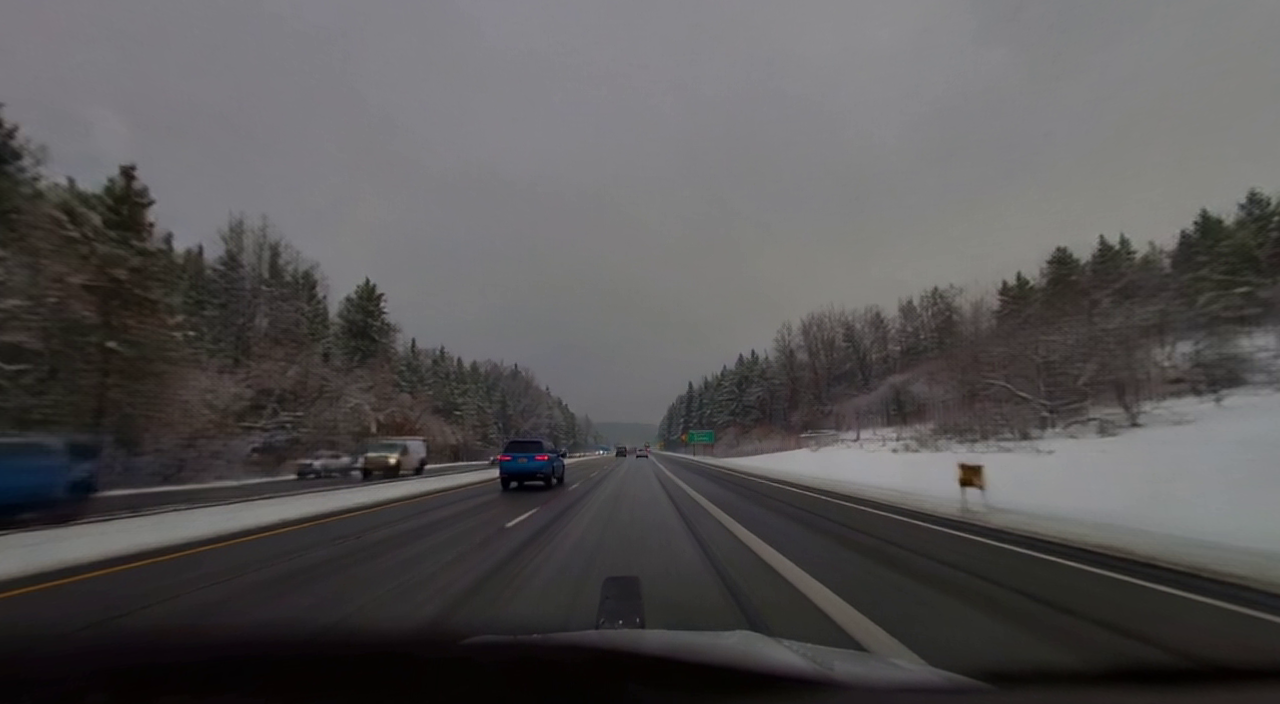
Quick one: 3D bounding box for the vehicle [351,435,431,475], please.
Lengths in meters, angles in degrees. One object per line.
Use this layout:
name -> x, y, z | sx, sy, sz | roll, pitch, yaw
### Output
vehicle -> -13.230, 5.523, 33.966 | 2.113, 1.950, 5.131 | 0, -8, 1

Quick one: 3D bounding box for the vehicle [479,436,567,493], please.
vehicle -> -3.843, 3.783, 21.645 | 2.110, 1.727, 4.607 | 0, -8, 1

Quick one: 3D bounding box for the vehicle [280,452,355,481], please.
vehicle -> -17.218, 6.106, 33.929 | 1.773, 1.434, 4.302 | 0, -9, 0
